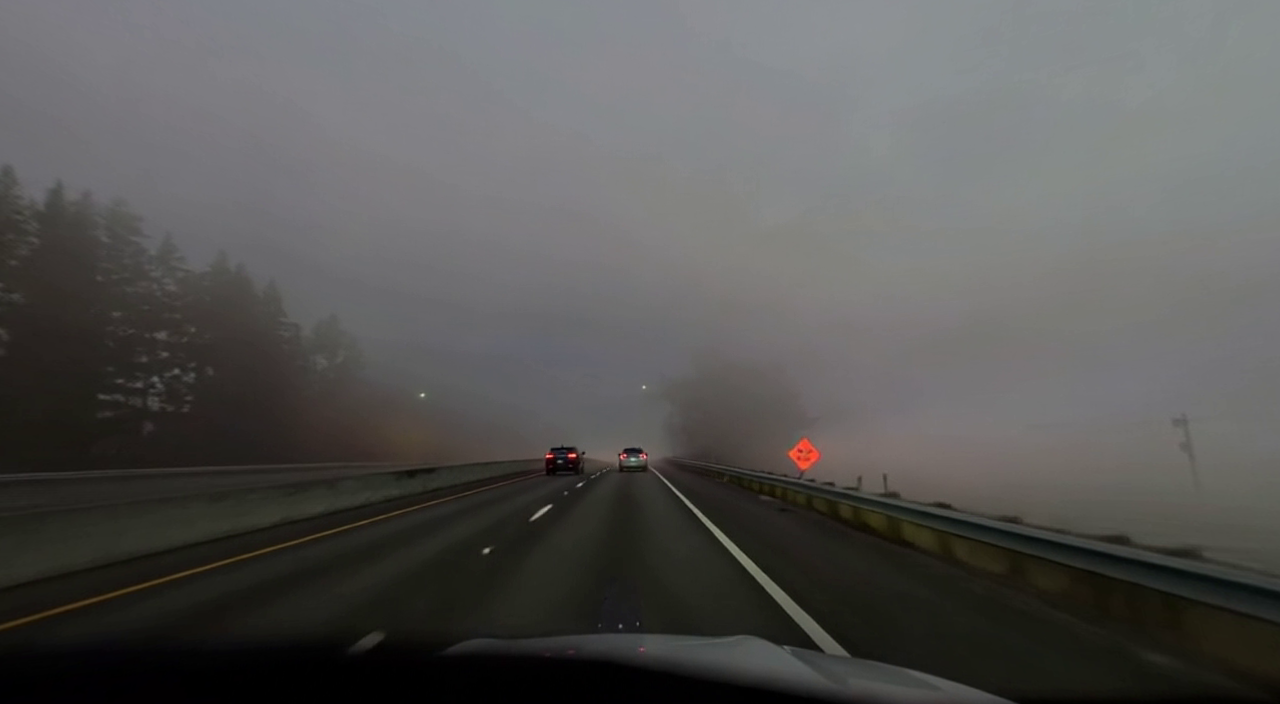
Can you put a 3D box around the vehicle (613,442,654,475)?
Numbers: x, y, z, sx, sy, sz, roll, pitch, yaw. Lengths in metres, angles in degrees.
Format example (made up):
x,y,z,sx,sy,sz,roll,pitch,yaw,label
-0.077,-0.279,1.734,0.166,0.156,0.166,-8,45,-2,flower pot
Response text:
x,y,z,sx,sy,sz,roll,pitch,yaw,label
-0.340,5.832,34.573,2.130,1.684,3.826,0,-8,0,vehicle

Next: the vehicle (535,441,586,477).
x,y,z,sx,sy,sz,roll,pitch,yaw,label
-4.133,5.664,33.658,2.130,1.741,4.665,0,-8,0,vehicle
